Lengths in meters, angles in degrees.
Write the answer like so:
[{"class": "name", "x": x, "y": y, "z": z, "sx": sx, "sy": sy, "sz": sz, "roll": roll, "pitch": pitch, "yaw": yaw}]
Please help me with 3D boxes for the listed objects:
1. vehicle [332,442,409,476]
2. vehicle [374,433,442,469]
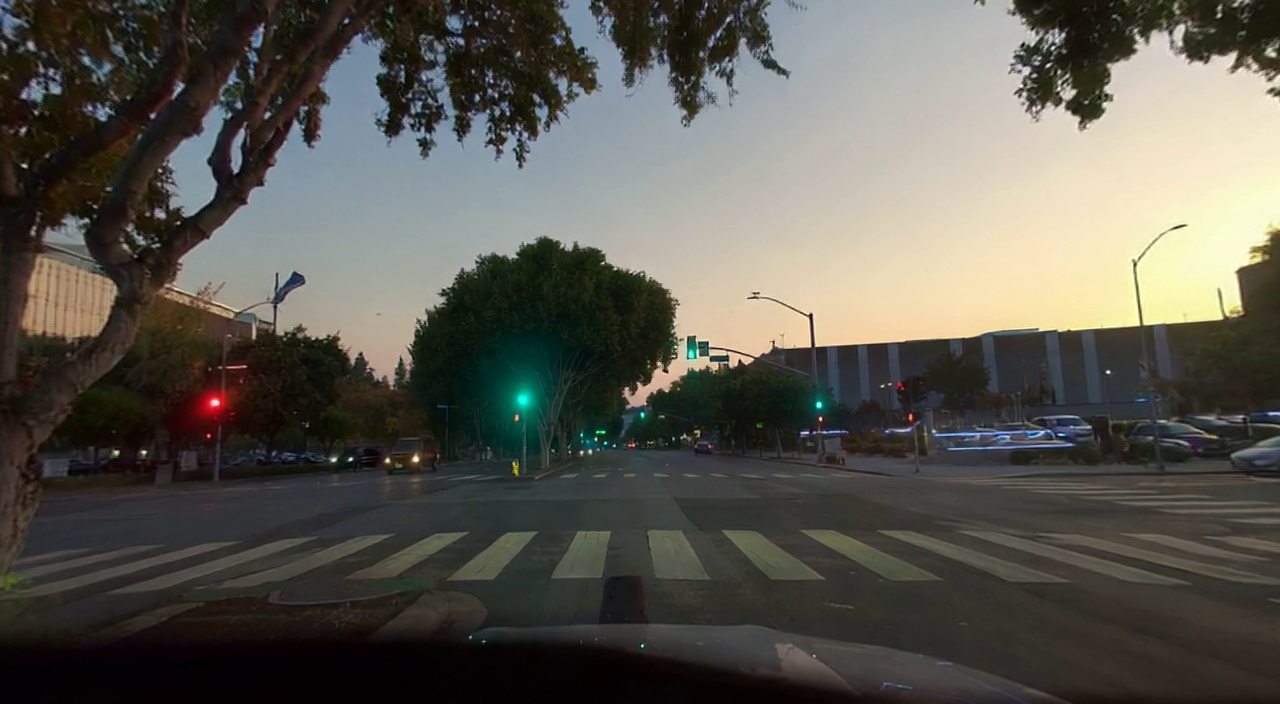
[{"class": "vehicle", "x": -14.835, "y": 5.872, "z": 34.999, "sx": 2.169, "sy": 1.753, "sz": 4.640, "roll": 0, "pitch": -8, "yaw": 1}, {"class": "vehicle", "x": -17.614, "y": 7.560, "z": 48.215, "sx": 2.557, "sy": 2.580, "sz": 5.856, "roll": -1, "pitch": -8, "yaw": 5}]
